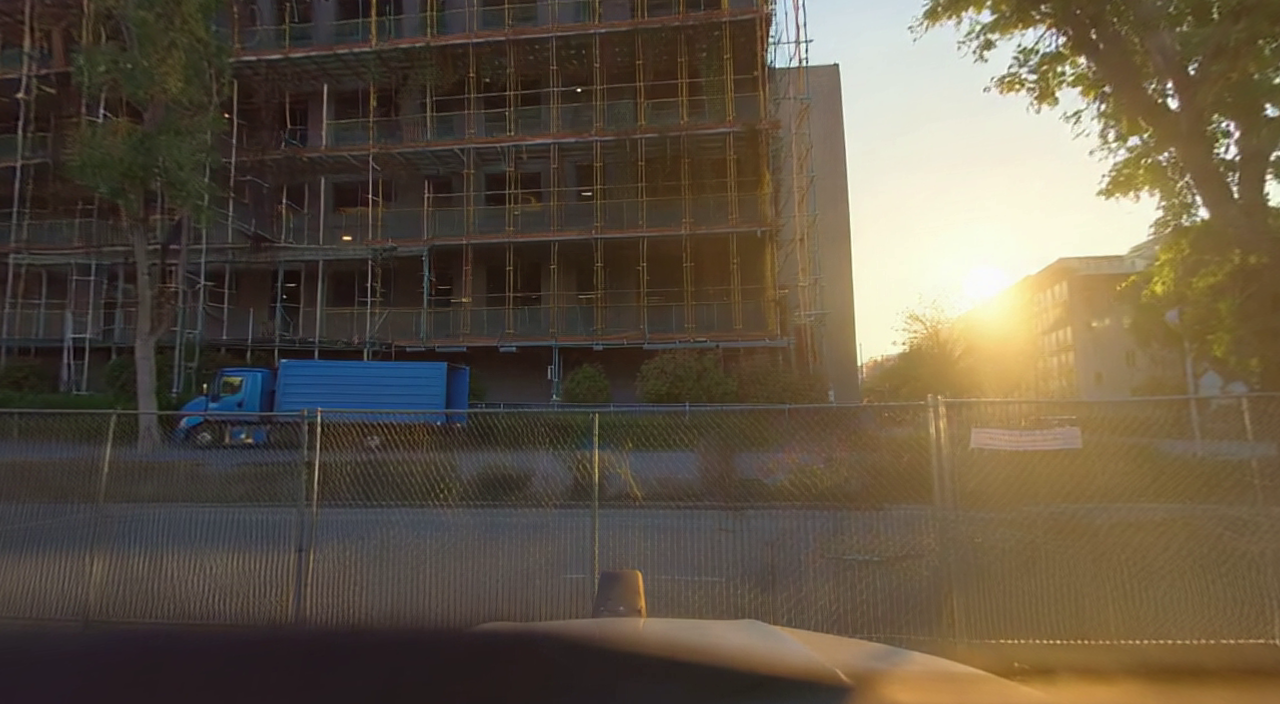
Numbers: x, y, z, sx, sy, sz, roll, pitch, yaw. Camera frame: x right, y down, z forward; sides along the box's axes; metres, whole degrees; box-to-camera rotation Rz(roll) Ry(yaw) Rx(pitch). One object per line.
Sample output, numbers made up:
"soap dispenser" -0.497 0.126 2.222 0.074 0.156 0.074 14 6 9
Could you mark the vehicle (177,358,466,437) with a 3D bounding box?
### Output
"vehicle" -17.218 2.676 35.219 14.067 4.099 2.832 1 -9 -7
